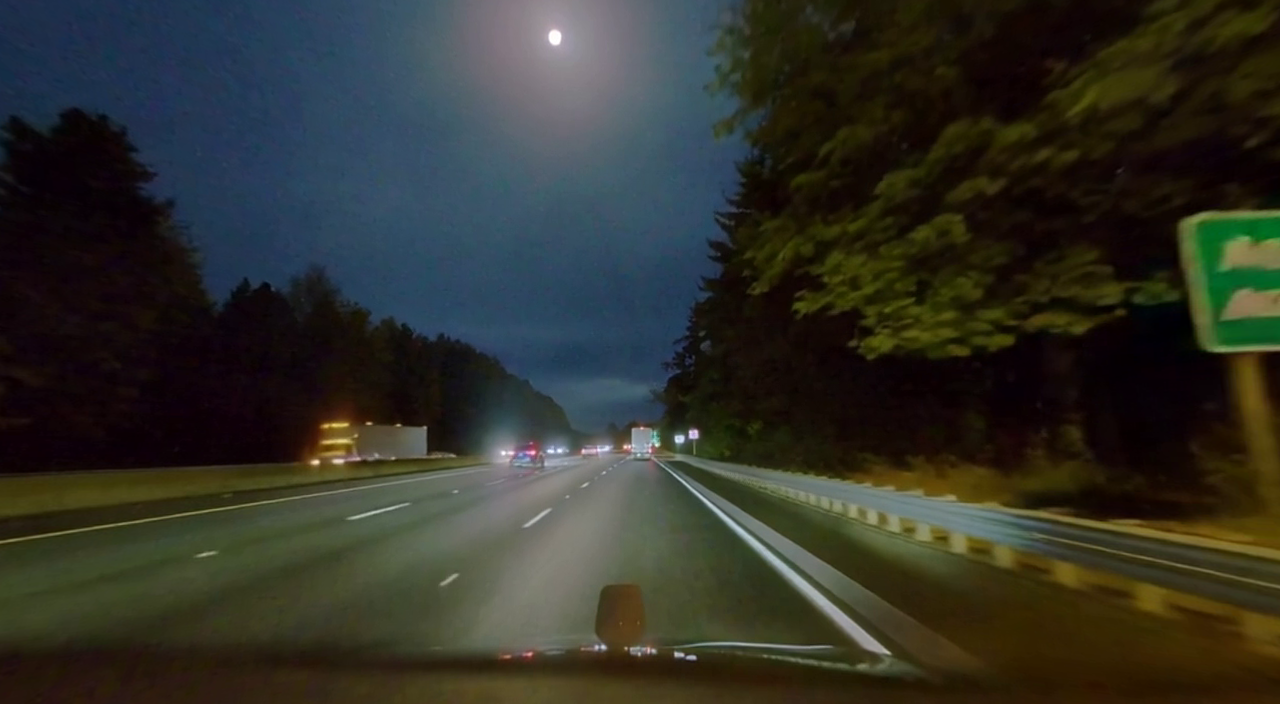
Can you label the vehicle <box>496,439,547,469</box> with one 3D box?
[{"bbox_3d":[-7.408,6.437,39.863,2.253,1.815,4.618,0,-9,1],"label":"vehicle"}]
